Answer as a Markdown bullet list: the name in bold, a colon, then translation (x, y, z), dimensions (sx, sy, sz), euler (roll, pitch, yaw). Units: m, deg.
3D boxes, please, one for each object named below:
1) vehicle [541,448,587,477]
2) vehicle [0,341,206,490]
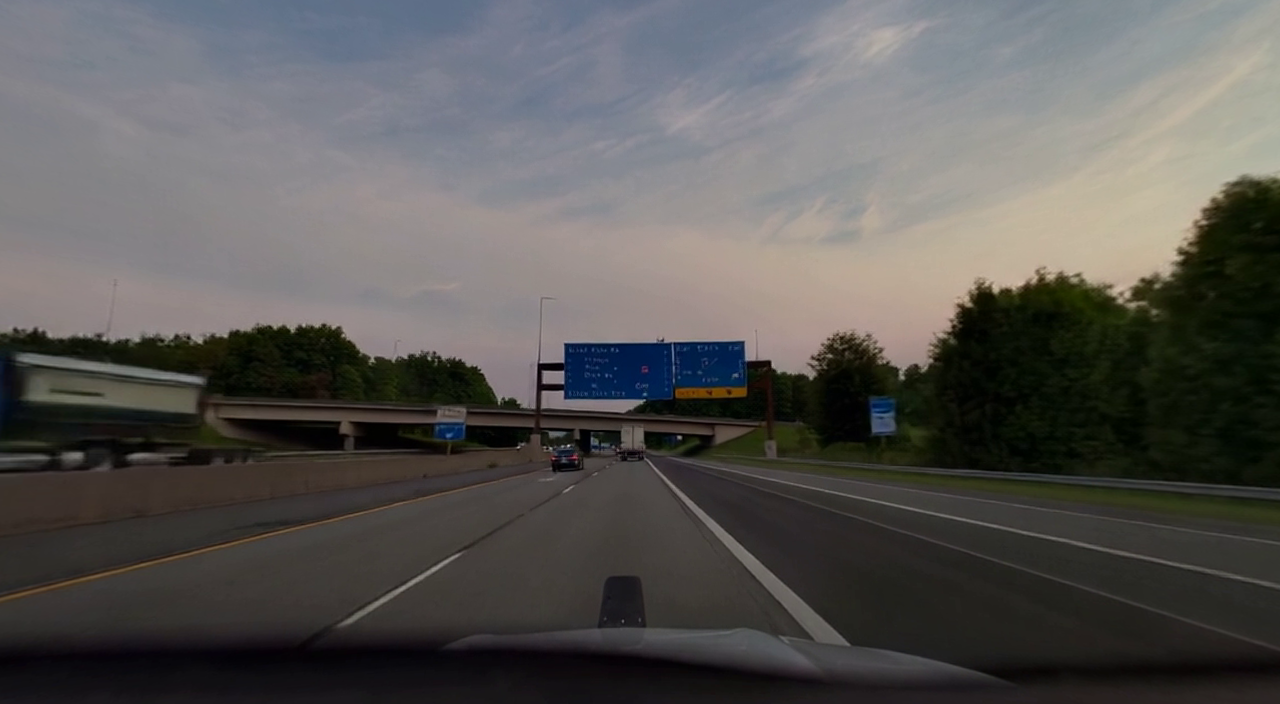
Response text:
- **vehicle**: translation (-4.201, 6.210, 35.645), dimensions (2.042, 1.526, 4.516), euler (0, -9, 0)
- **vehicle**: translation (-16.714, 1.938, 17.718), dimensions (2.946, 3.523, 8.294), euler (0, -9, 0)
